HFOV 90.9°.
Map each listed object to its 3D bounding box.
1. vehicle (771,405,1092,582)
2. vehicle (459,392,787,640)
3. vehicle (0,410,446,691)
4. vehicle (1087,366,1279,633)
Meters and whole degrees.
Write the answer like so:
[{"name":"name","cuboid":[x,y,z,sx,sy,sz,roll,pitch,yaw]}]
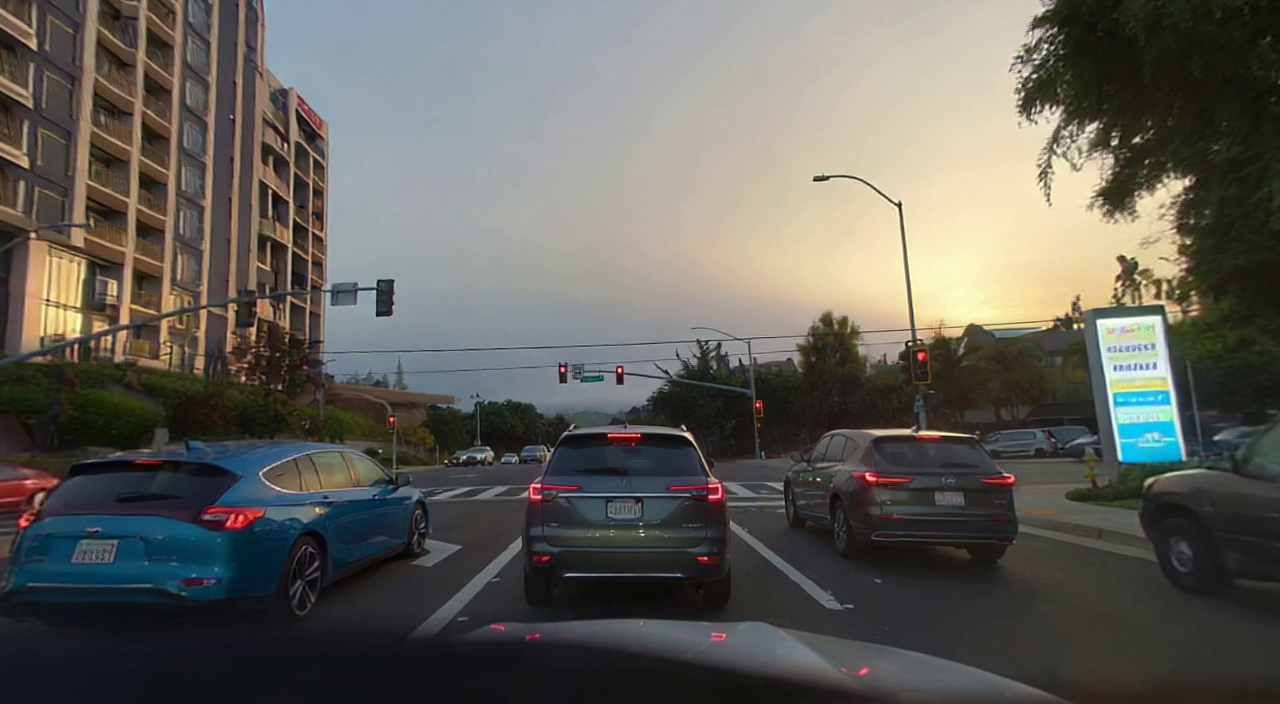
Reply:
[{"name":"vehicle","cuboid":[3.217,1.666,8.260,2.004,1.646,4.554,0,-8,0]},{"name":"vehicle","cuboid":[-0.127,1.417,6.444,2.195,1.662,4.262,0,-8,0]},{"name":"vehicle","cuboid":[-3.548,1.426,5.818,1.906,1.524,4.547,0,-8,2]},{"name":"vehicle","cuboid":[5.353,0.983,4.116,2.081,1.790,4.839,-2,-9,12]}]
